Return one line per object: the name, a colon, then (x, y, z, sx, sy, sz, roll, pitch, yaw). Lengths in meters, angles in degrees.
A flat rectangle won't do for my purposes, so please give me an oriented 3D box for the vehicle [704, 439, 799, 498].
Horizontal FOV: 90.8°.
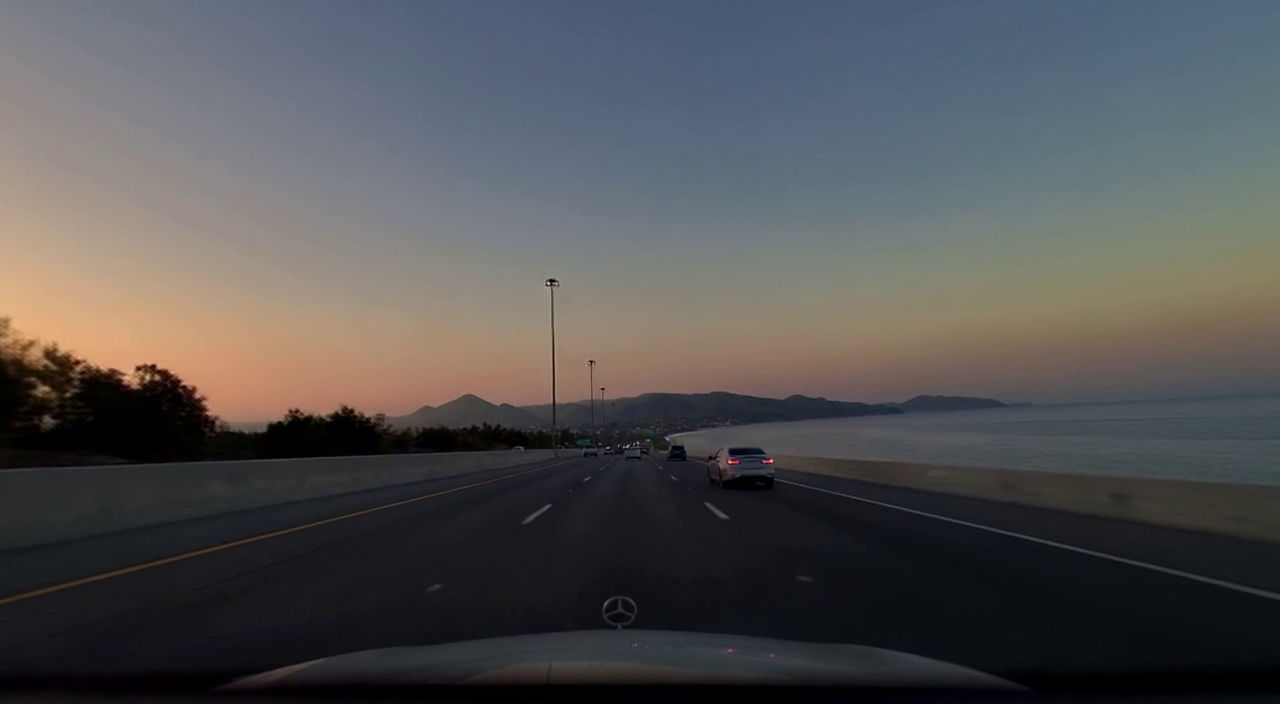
vehicle: (3.068, 3.300, 18.395, 1.890, 1.490, 4.373, 0, -8, -1)
